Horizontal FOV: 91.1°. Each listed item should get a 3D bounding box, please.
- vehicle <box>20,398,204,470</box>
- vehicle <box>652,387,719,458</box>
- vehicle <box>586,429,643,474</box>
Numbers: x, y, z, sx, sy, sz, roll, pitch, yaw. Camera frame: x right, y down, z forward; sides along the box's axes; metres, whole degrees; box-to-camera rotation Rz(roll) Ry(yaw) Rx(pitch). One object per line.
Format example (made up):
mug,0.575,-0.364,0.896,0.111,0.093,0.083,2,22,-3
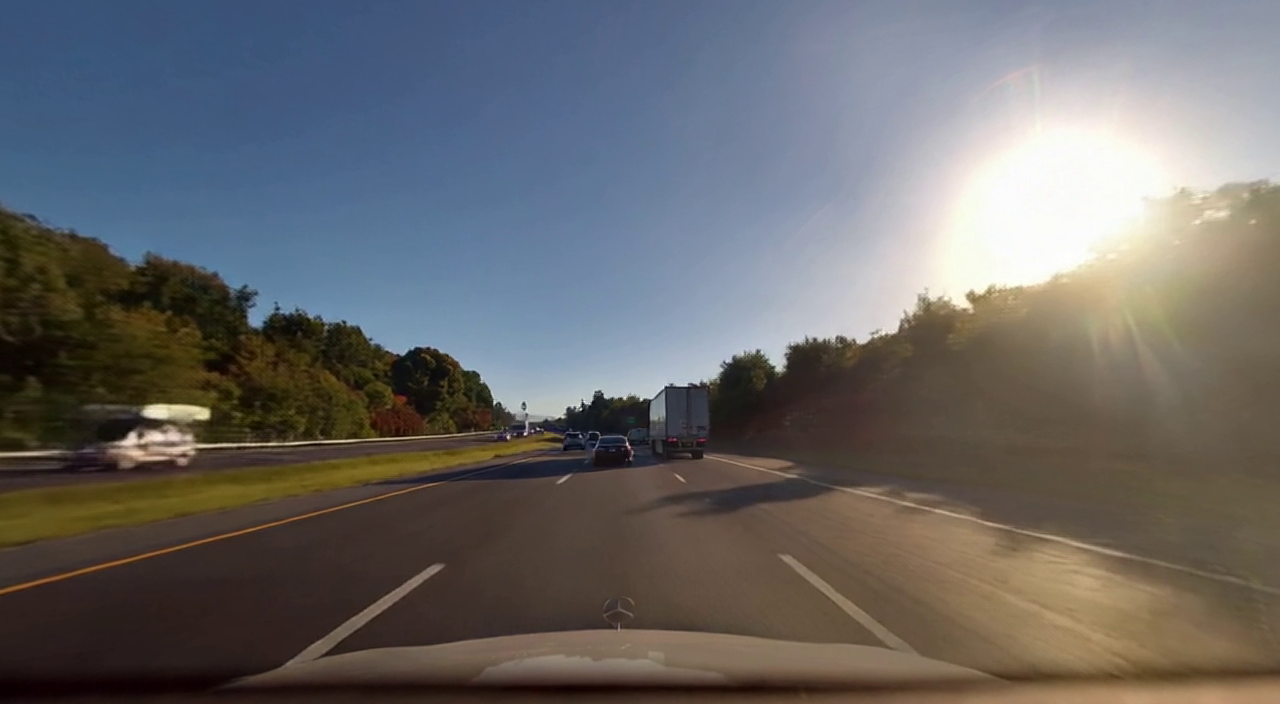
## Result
vehicle,-21.564,3.434,26.170,2.466,2.638,6.001,0,-8,-1
vehicle,2.806,5.158,44.209,2.946,4.111,14.652,0,-8,-3
vehicle,-0.980,3.883,24.698,2.048,1.563,4.087,0,-8,-2
